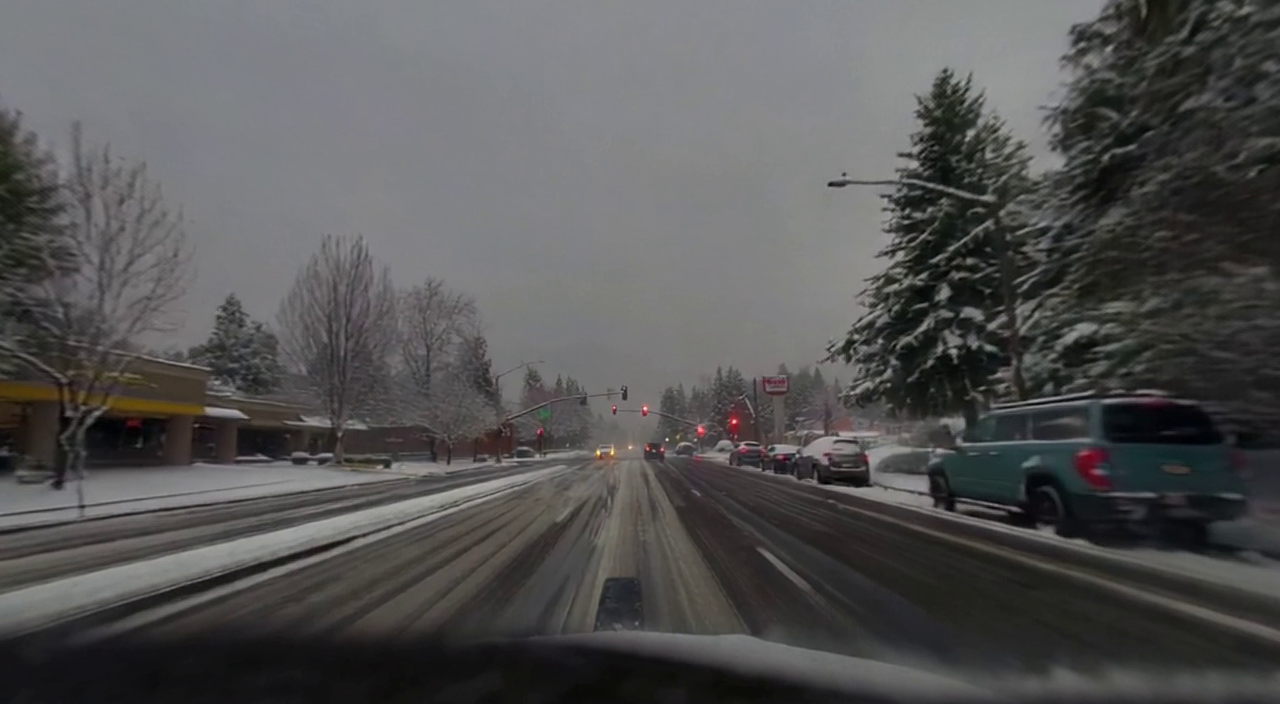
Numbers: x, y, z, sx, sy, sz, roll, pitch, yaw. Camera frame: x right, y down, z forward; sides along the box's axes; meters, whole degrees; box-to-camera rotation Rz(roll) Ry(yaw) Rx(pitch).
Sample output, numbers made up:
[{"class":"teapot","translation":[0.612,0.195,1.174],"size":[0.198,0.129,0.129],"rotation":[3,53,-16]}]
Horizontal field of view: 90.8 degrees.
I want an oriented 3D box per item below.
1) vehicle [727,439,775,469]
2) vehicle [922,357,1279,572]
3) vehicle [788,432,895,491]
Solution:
[{"class":"vehicle","translation":[7.078,6.572,40.864],"size":[2.132,1.793,5.003],"rotation":[0,-8,-1]},{"class":"vehicle","translation":[7.173,1.701,10.217],"size":[2.323,2.433,5.901],"rotation":[0,-8,-1]},{"class":"vehicle","translation":[7.082,3.902,22.841],"size":[2.088,1.848,4.936],"rotation":[-1,-9,-2]}]
